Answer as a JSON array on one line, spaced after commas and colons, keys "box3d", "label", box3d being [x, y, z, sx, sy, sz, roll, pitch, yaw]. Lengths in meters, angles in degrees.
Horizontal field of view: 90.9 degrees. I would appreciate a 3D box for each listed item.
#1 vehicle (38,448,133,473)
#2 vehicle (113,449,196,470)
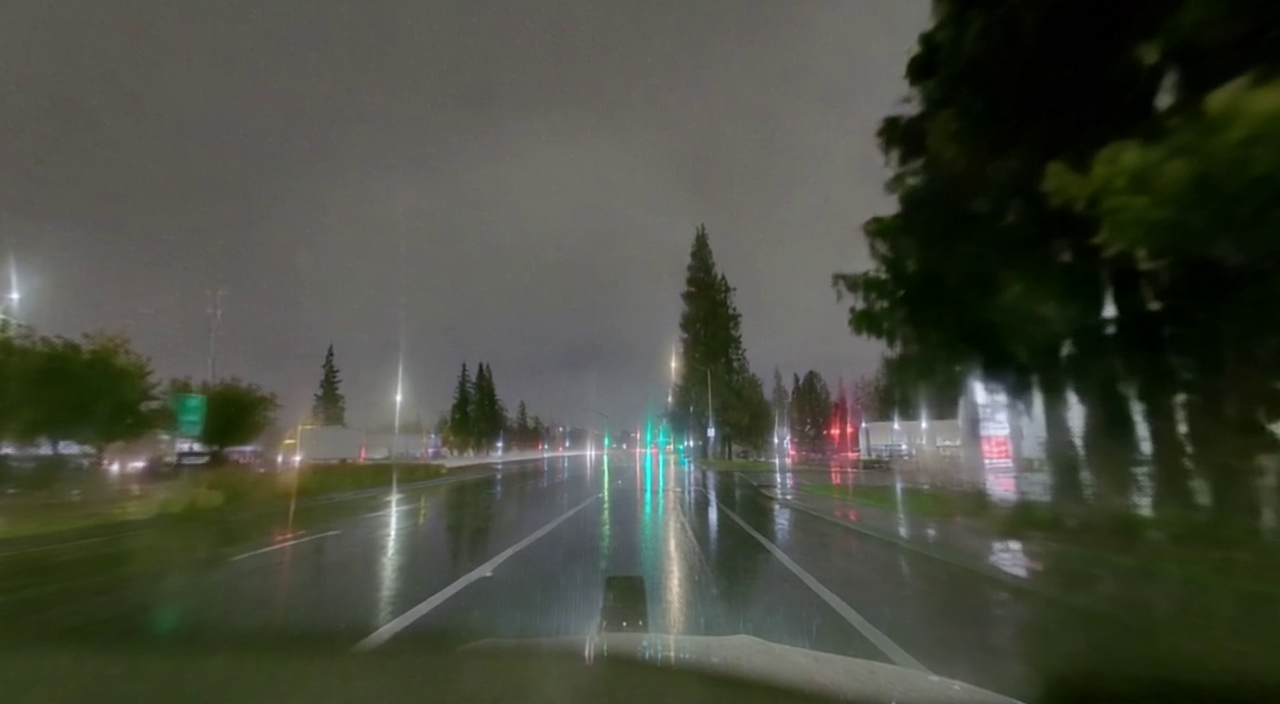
[{"box3d": [-35.194, 6.867, 40.103, 4.261, 1.480, 2.026, -1, -8, 4], "label": "vehicle"}, {"box3d": [-34.482, 7.656, 44.851, 4.276, 1.404, 1.978, -1, -8, 4], "label": "vehicle"}]
